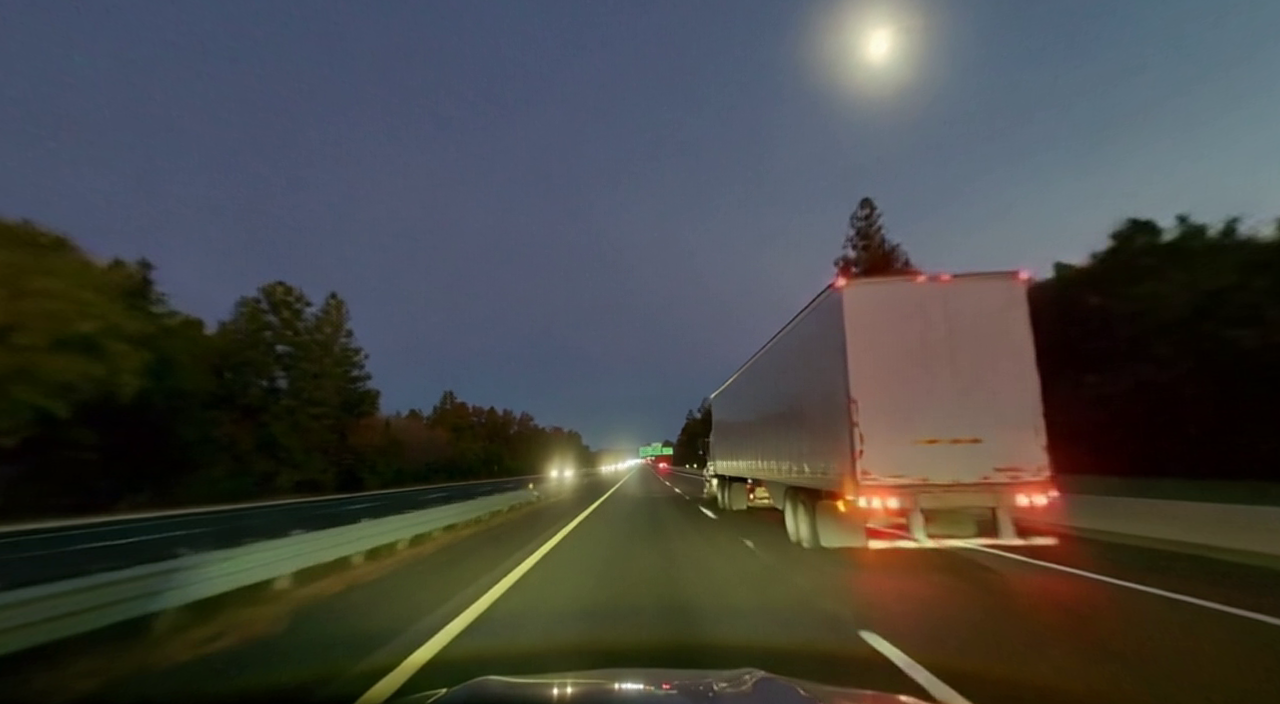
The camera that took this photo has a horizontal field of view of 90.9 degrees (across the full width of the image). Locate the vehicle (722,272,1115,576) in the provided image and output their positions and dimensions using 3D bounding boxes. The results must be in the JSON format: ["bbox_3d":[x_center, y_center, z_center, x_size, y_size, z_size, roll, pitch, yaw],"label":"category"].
[{"bbox_3d":[4.547,2.107,15.161,3.204,4.102,13.306,1,-10,-1],"label":"vehicle"}]
